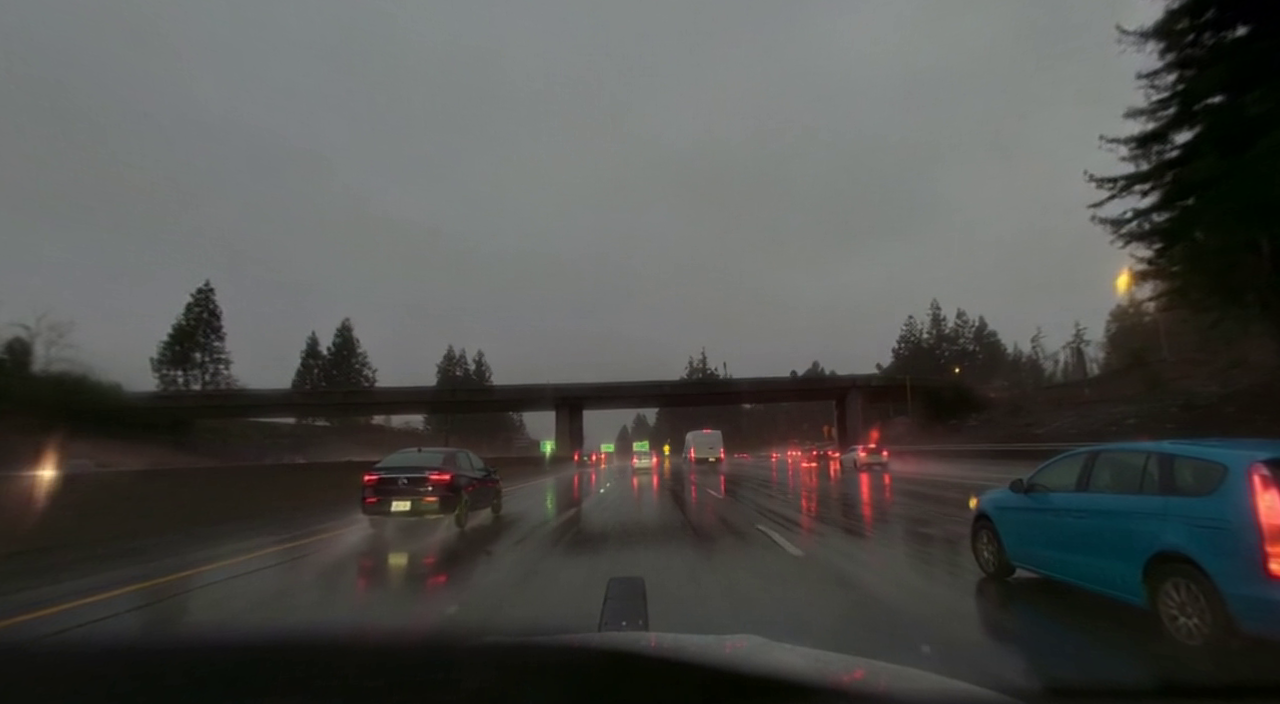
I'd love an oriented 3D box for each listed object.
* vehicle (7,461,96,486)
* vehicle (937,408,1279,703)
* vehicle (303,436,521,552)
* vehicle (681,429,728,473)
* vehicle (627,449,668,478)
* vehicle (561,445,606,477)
[{"bbox_3d":[-40.699,8.417,43.802,1.705,1.481,4.599,0,-8,1],"label":"vehicle"},{"bbox_3d":[4.179,1.237,4.311,2.085,1.558,4.466,0,-8,0],"label":"vehicle"},{"bbox_3d":[-3.521,2.254,10.709,2.137,1.562,3.926,-1,-8,2],"label":"vehicle"},{"bbox_3d":[4.243,6.666,42.659,2.436,2.745,6.607,0,-8,0],"label":"vehicle"},{"bbox_3d":[0.399,6.152,35.021,2.174,1.467,4.005,0,-8,0],"label":"vehicle"},{"bbox_3d":[-3.249,6.374,37.146,2.078,1.706,4.298,-1,-8,2],"label":"vehicle"}]
